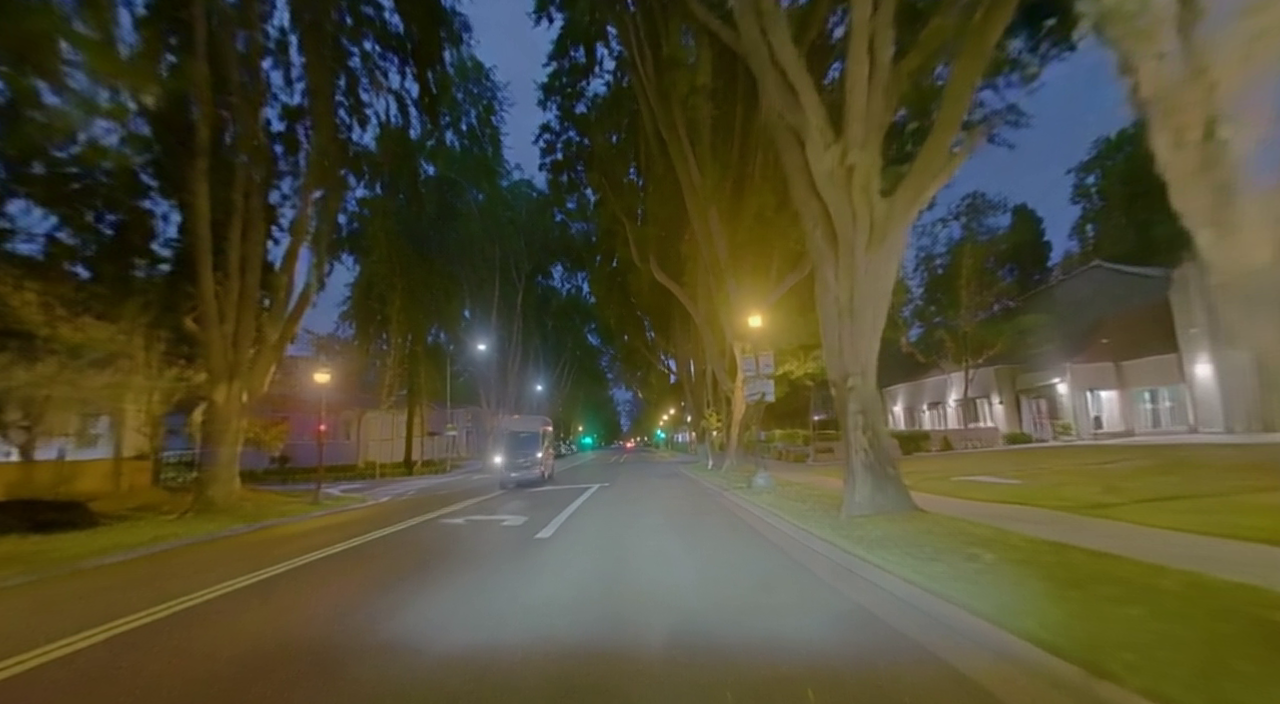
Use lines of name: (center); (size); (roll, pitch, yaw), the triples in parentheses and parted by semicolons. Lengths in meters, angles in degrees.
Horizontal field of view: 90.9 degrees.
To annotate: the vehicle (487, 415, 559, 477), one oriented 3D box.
vehicle: (-5.654, 4.688, 31.420); (2.303, 2.760, 5.868); (-1, -8, 2)
